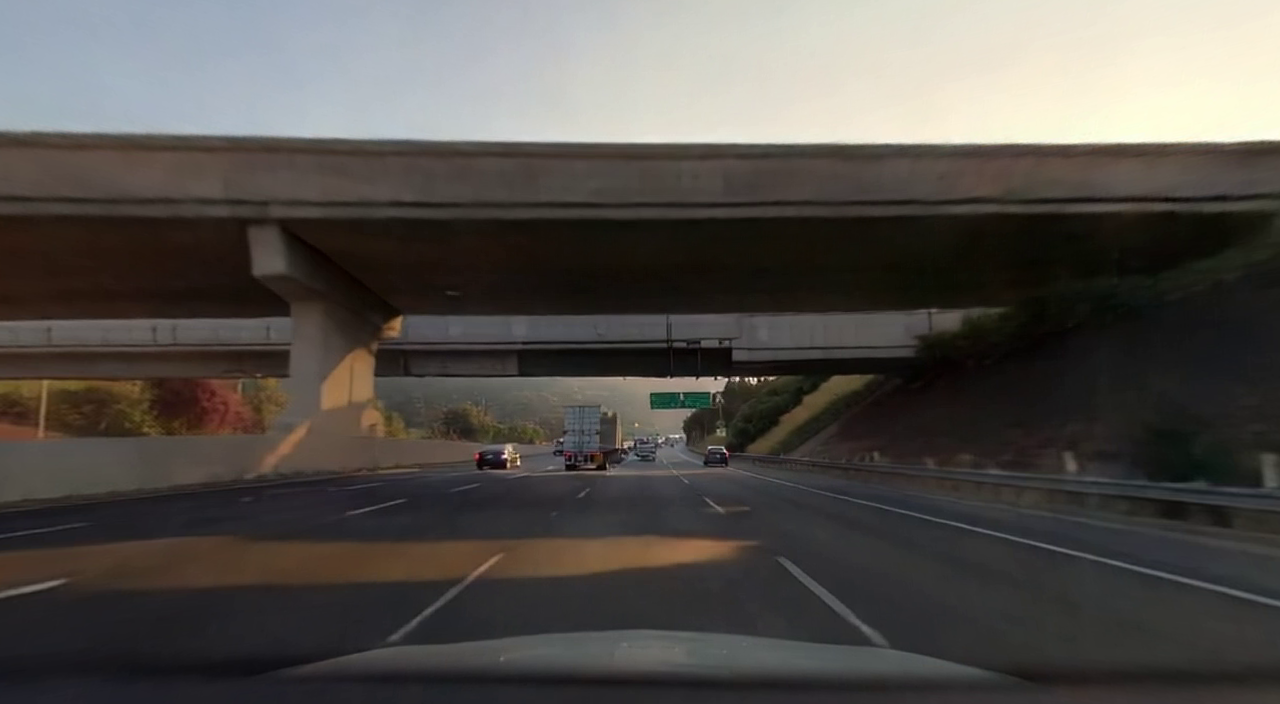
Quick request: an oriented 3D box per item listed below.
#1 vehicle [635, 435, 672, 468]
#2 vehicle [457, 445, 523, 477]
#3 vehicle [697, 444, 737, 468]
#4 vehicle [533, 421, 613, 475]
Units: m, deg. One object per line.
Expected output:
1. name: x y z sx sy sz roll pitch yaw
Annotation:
1. vehicle: 0.845 6.604 42.010 2.309 2.023 5.130 0 -8 1
2. vehicle: -7.193 5.243 30.688 1.965 1.437 4.592 0 -8 2
3. vehicle: 4.880 6.668 40.613 1.993 1.474 4.230 0 -8 0
4. vehicle: -3.354 5.539 36.667 2.854 2.379 16.653 0 -8 0
